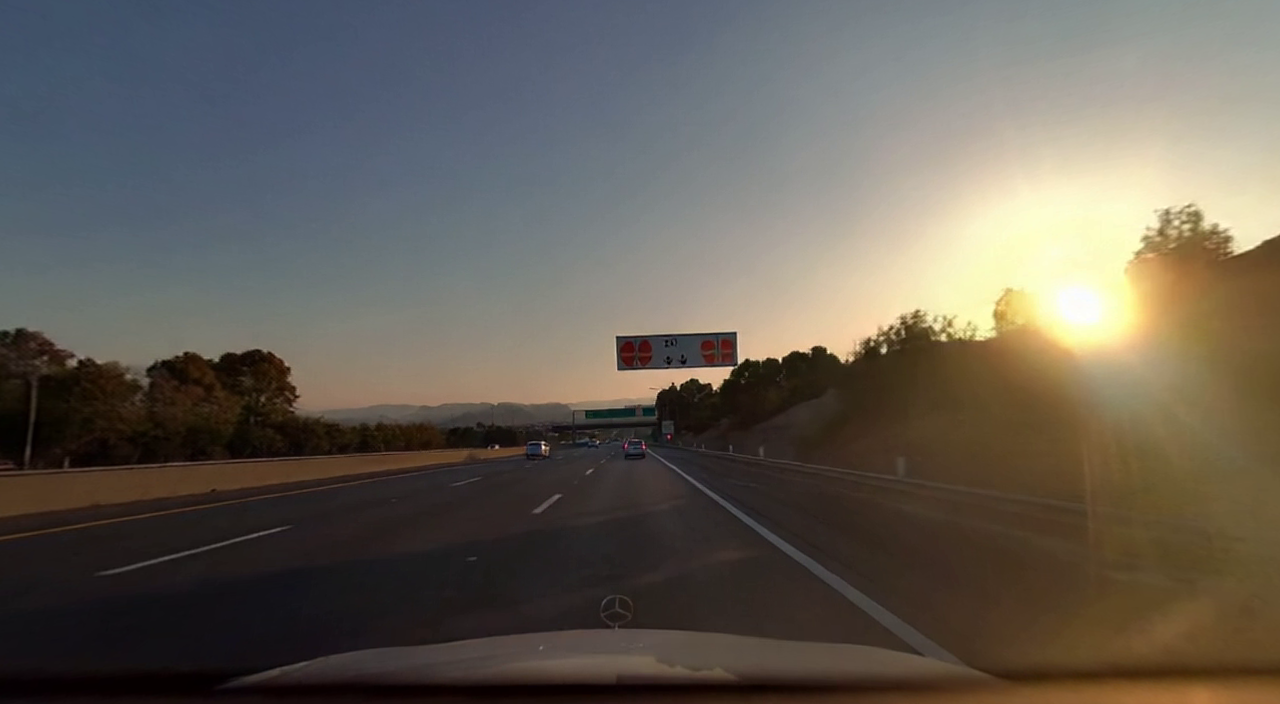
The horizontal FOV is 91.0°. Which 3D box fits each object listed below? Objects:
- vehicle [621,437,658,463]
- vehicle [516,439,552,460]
[{"bbox_3d":[-0.072,5.777,37.267,2.072,1.440,3.690,0,-8,-1],"label":"vehicle"},{"bbox_3d":[-8.023,7.457,48.121,1.939,1.504,4.727,0,-8,0],"label":"vehicle"}]
